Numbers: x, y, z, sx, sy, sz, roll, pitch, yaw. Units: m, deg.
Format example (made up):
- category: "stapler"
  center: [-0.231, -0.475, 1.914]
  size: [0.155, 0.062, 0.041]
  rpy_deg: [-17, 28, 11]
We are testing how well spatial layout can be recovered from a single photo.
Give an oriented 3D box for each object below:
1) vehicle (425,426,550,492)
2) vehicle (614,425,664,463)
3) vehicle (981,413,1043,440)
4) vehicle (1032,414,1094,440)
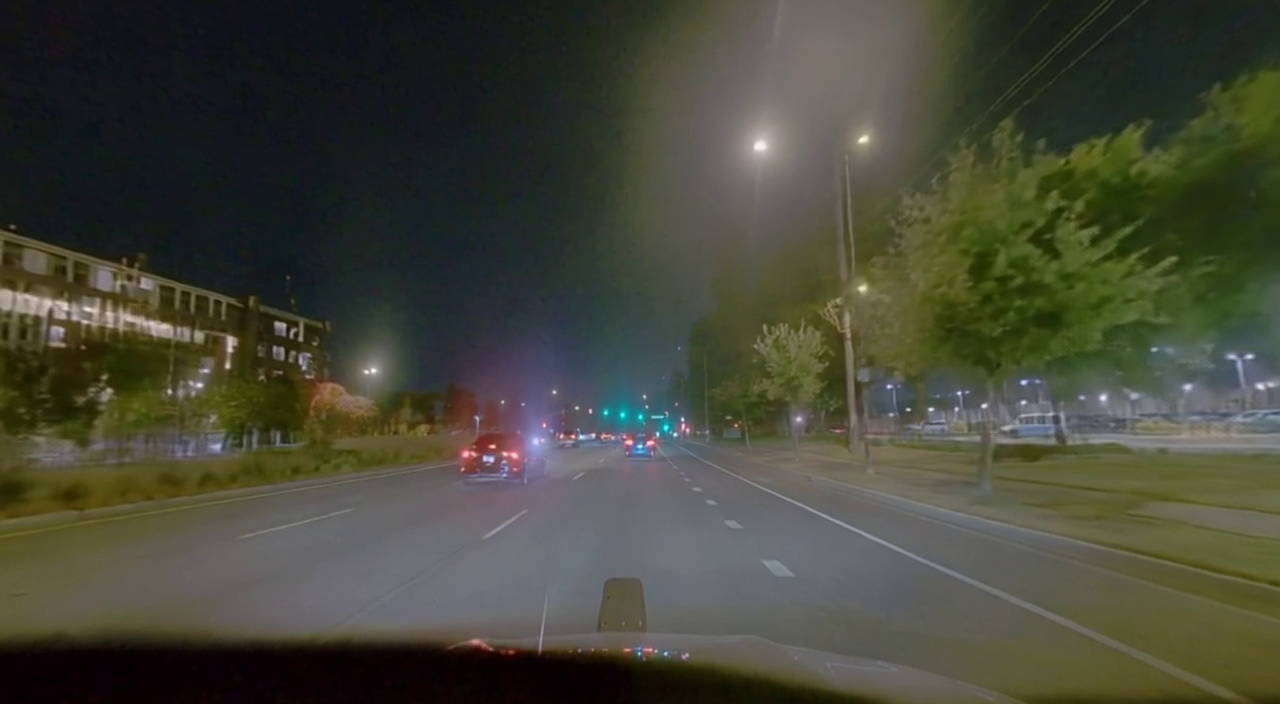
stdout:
- category: "vehicle"
  center: [-3.774, 2.741, 16.628]
  size: [1.942, 1.462, 4.905]
  rpy_deg: [0, -8, 2]
- category: "vehicle"
  center: [-0.063, 4.377, 30.035]
  size: [2.199, 1.652, 4.101]
  rpy_deg: [0, -8, 0]
- category: "vehicle"
  center: [21.967, 4.460, 37.434]
  size: [1.833, 1.471, 4.656]
  rpy_deg: [-2, -8, 13]
- category: "vehicle"
  center: [24.464, 4.402, 36.616]
  size: [1.741, 1.416, 3.831]
  rpy_deg: [-2, -8, 15]
